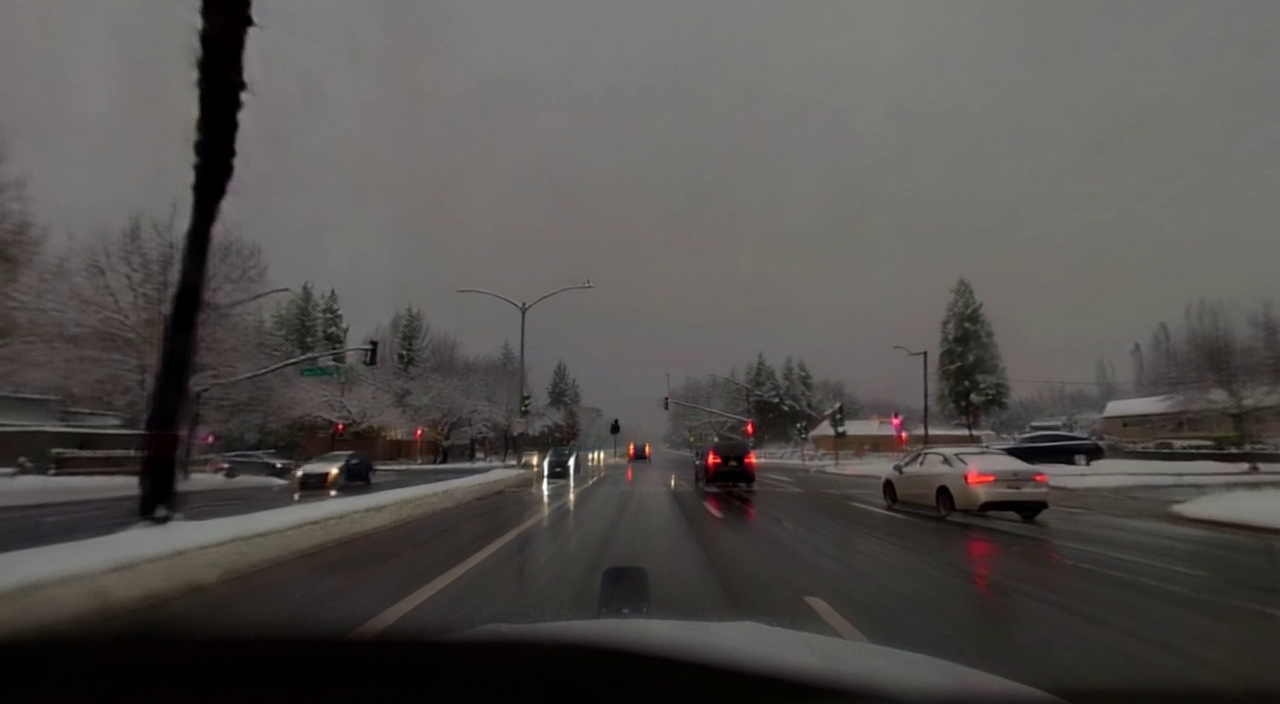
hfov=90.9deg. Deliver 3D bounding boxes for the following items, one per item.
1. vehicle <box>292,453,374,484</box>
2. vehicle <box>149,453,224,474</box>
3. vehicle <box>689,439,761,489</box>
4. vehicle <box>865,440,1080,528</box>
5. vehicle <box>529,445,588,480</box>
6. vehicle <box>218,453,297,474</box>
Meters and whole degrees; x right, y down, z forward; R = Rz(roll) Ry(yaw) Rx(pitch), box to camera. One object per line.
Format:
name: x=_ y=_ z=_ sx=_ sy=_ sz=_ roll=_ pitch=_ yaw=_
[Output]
vehicle: x=-15.647 y=5.932 z=32.400 sx=1.902 sy=1.466 sz=4.463 roll=0 pitch=-9 yaw=0
vehicle: x=-34.097 y=8.376 z=47.452 sx=4.268 sy=1.476 sz=1.802 roll=0 pitch=-9 yaw=0
vehicle: x=3.011 y=4.061 z=23.183 sx=2.009 sy=1.639 sz=4.267 roll=0 pitch=-9 yaw=-1
vehicle: x=6.482 y=2.597 z=13.035 sx=1.890 sy=1.471 sz=4.566 roll=0 pitch=-9 yaw=-1
vehicle: x=-3.715 y=5.115 z=29.473 sx=2.037 sy=1.472 sz=4.152 roll=0 pitch=-9 yaw=3
vehicle: x=-28.650 y=8.341 z=47.271 sx=4.579 sy=1.504 sz=1.942 roll=0 pitch=-9 yaw=-1
